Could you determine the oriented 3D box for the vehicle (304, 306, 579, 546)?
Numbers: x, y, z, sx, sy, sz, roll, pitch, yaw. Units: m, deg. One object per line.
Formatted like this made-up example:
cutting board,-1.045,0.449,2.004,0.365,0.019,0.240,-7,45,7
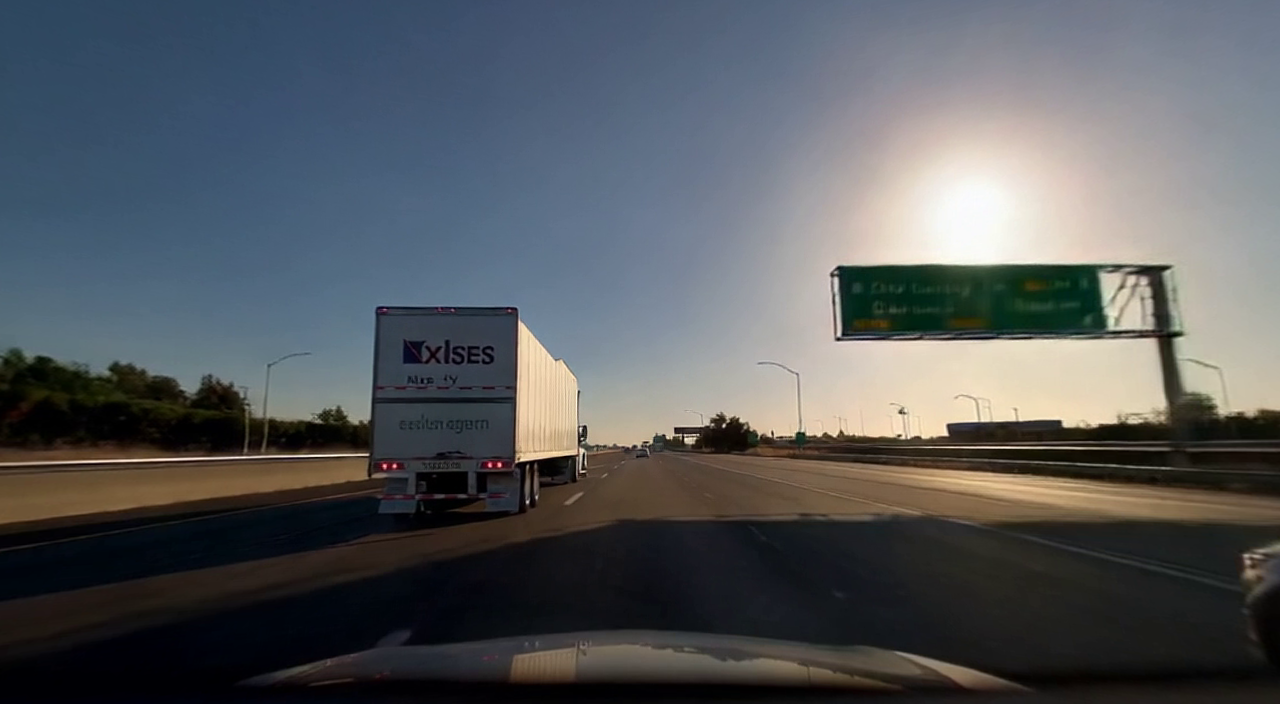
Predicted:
vehicle,-3.239,1.669,13.287,2.922,3.458,8.360,0,-9,1
